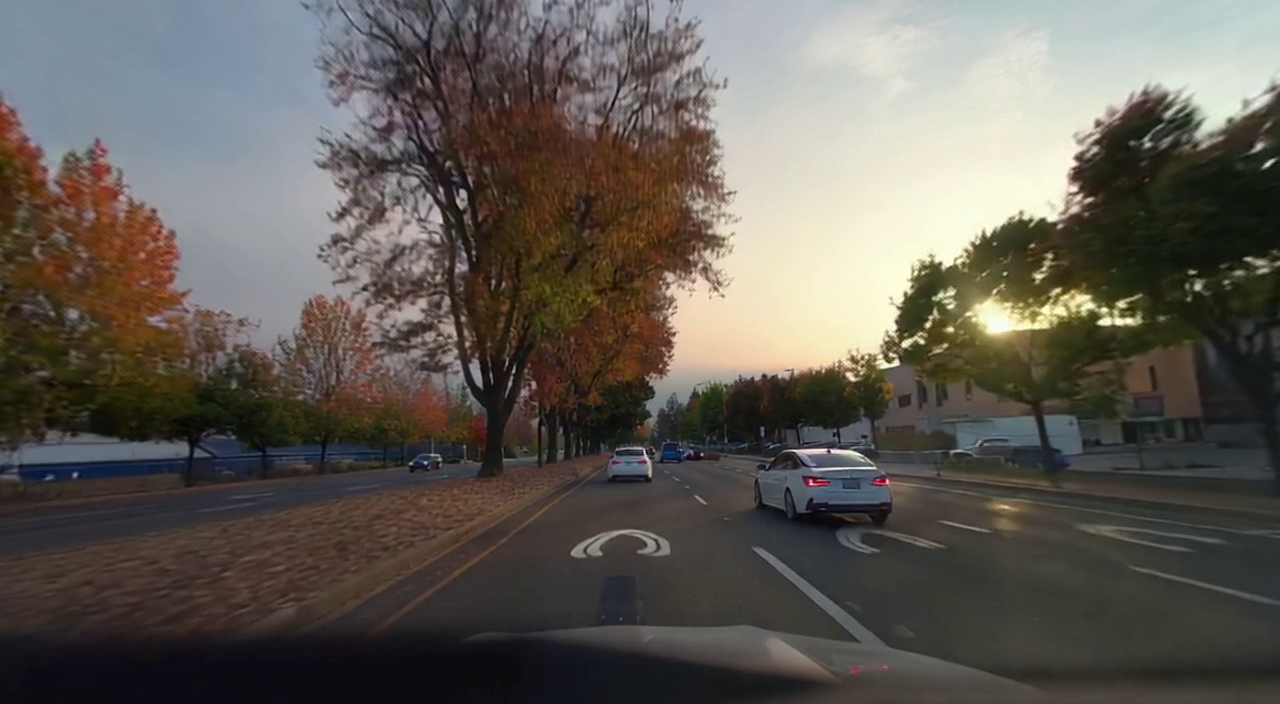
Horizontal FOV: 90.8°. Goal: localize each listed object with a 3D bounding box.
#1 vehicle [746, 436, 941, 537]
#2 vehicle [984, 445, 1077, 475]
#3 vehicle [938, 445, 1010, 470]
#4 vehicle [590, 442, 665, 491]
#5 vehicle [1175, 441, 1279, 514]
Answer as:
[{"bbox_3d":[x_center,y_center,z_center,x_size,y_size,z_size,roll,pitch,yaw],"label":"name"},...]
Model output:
[{"bbox_3d":[3.405,2.337,11.640,2.094,1.480,4.323,0,-9,-1],"label":"vehicle"},{"bbox_3d":[20.788,5.745,33.937,1.890,1.445,4.805,0,-9,-1],"label":"vehicle"},{"bbox_3d":[20.787,6.571,39.577,1.890,1.455,4.592,1,-9,-2],"label":"vehicle"},{"bbox_3d":[-0.391,3.845,21.522,2.289,1.471,4.477,0,-9,-1],"label":"vehicle"},{"bbox_3d":[14.502,2.629,13.166,2.049,1.521,5.277,0,-9,0],"label":"vehicle"}]
